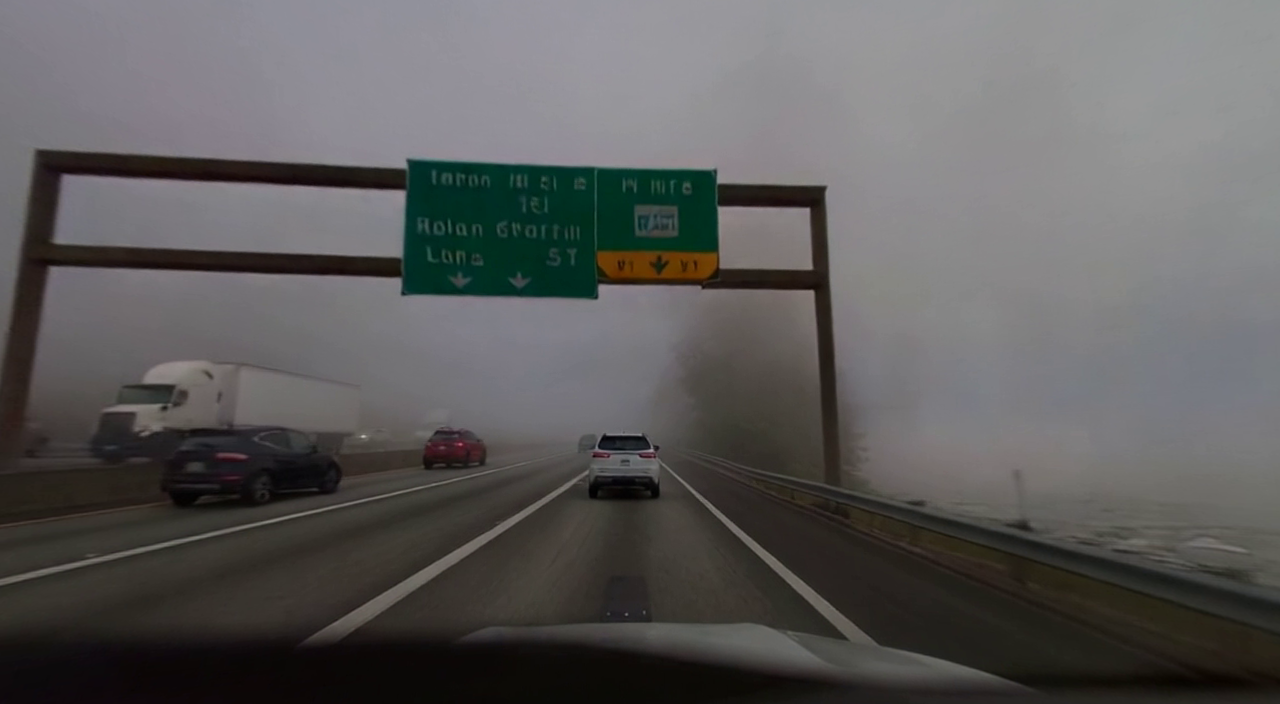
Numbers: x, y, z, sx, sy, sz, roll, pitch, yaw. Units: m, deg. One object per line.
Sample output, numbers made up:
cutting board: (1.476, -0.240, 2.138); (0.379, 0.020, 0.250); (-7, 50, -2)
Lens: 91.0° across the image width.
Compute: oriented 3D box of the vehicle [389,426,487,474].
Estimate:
vehicle: (-7.708, 3.807, 24.587); (2.325, 1.663, 4.426); (0, -8, 0)

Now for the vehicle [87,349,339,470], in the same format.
vehicle: (-15.013, 2.358, 23.494); (3.034, 3.627, 9.026); (0, -8, 0)

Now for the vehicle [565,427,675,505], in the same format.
vehicle: (-0.370, 2.548, 14.525); (2.127, 1.497, 4.445); (0, -8, 1)

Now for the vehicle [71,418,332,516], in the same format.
vehicle: (-7.832, 2.077, 11.805); (2.088, 1.531, 3.791); (0, -8, 1)
